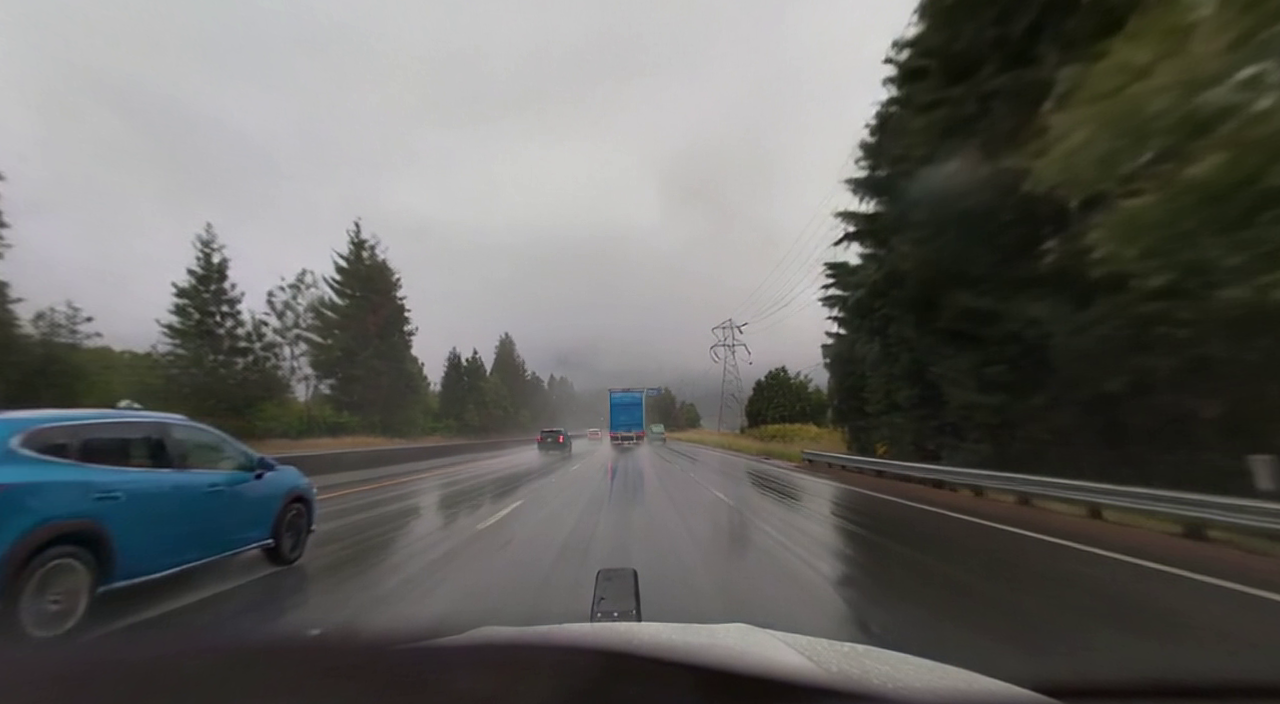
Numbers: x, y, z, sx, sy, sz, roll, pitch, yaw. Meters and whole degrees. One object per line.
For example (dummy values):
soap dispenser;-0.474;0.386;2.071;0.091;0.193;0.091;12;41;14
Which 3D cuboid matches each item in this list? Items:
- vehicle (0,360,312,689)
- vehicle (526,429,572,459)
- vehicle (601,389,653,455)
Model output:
vehicle;-4.246;0.952;3.837;2.117;1.618;4.480;0;-8;-1
vehicle;-4.852;4.964;34.192;1.934;1.549;4.194;0;-8;-1
vehicle;-0.856;4.695;41.484;2.955;3.851;9.915;0;-8;-1
